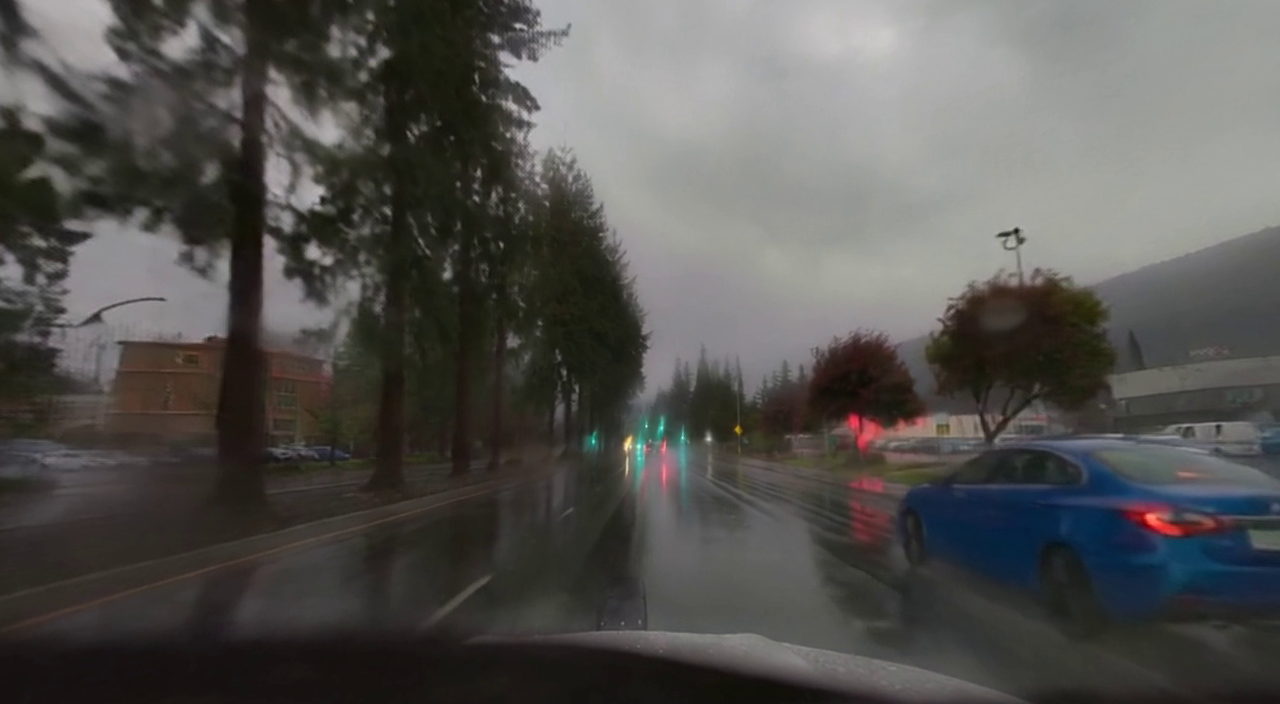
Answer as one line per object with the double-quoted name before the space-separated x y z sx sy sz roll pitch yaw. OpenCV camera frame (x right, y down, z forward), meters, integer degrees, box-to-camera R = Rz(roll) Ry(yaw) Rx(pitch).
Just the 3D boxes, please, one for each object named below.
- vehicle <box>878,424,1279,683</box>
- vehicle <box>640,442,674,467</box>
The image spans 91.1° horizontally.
"vehicle" 4.198 1.514 5.989 2.053 1.482 4.568 0 -8 0
"vehicle" 1.075 6.710 41.336 2.144 1.505 4.128 0 -8 1
